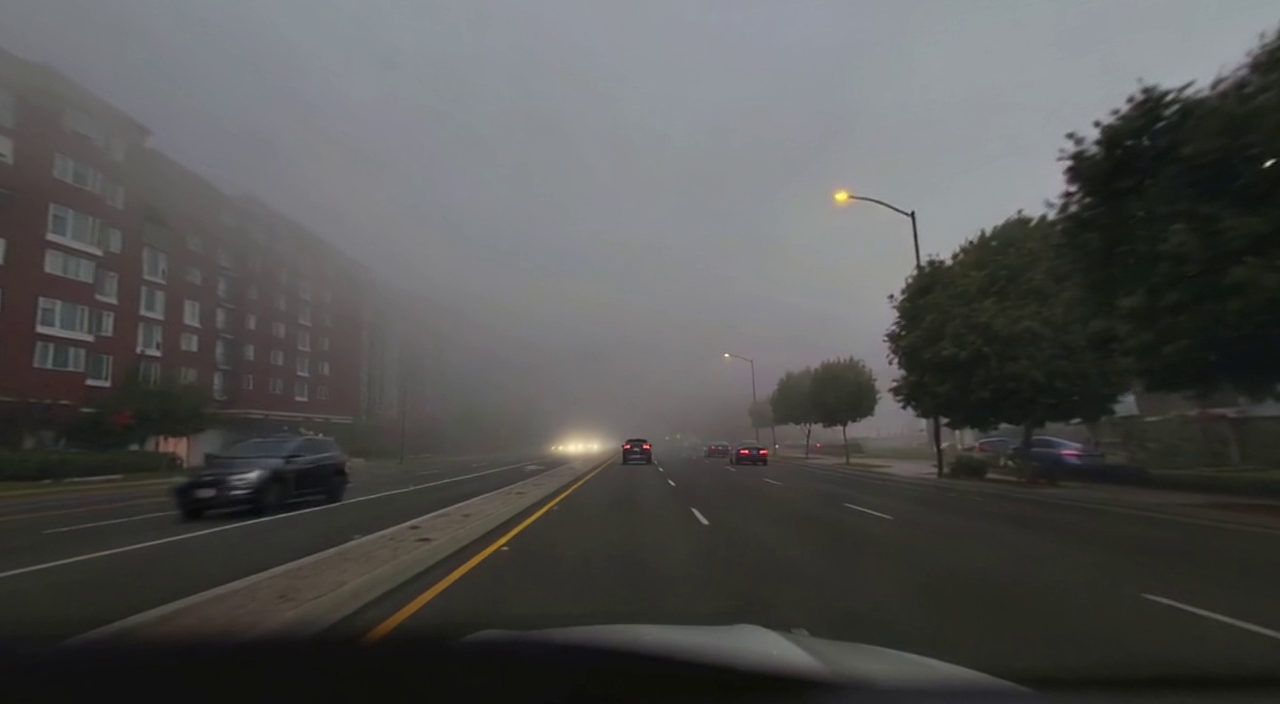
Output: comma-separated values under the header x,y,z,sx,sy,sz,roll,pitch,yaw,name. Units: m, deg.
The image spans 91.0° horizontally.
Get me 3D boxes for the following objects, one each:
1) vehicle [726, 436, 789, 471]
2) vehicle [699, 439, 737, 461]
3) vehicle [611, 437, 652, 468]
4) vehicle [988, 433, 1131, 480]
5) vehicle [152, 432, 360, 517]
x,y,z,sx,sy,sz,roll,pitch,yaw,name
5.740,5.049,31.433,2.121,1.557,4.898,0,-9,-1,vehicle
5.680,7.207,46.263,2.154,1.554,4.149,1,-9,-2,vehicle
-0.436,5.502,34.572,2.106,1.553,3.964,0,-9,0,vehicle
15.001,3.773,22.913,2.025,1.523,4.581,0,-8,0,vehicle
-8.662,2.774,14.811,2.010,1.674,4.484,0,-9,0,vehicle
